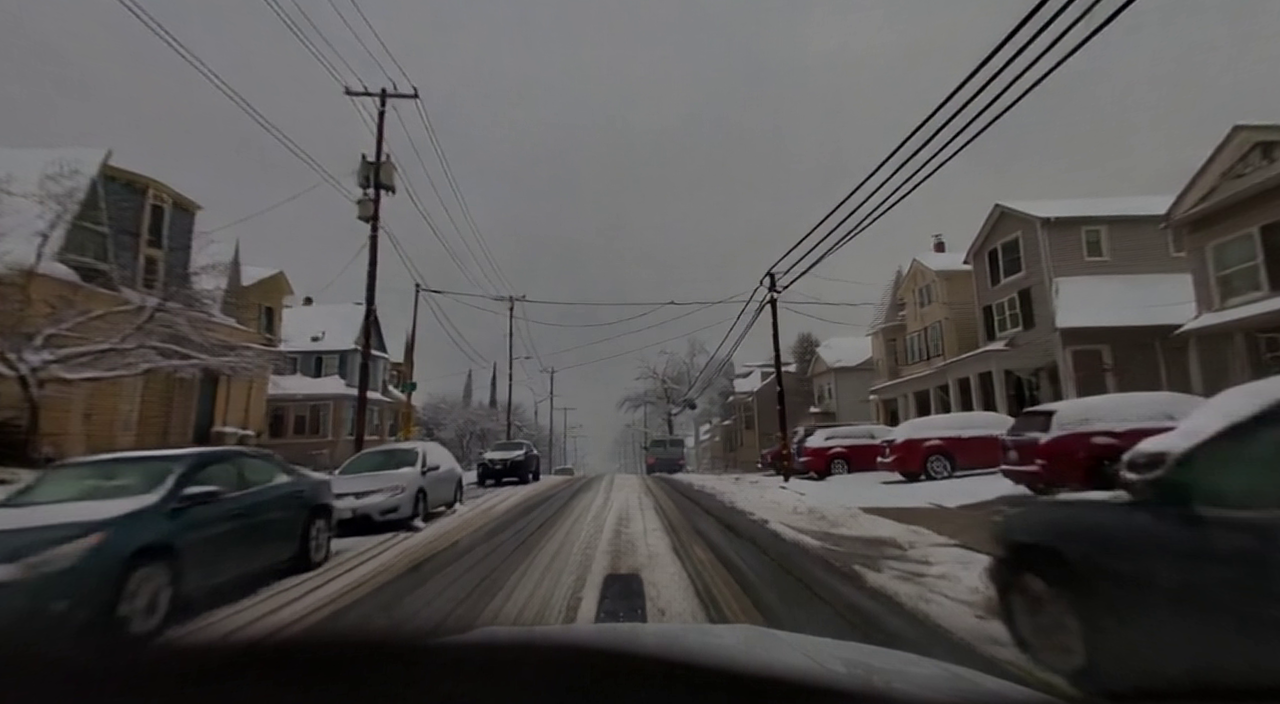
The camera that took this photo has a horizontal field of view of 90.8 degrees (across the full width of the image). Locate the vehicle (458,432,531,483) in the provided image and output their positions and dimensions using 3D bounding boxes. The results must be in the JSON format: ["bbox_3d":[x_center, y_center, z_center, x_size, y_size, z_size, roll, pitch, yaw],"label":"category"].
[{"bbox_3d":[-5.272,3.811,23.335,1.967,1.656,3.924,1,-7,-4],"label":"vehicle"}]

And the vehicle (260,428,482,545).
[{"bbox_3d":[-4.550,2.271,11.736,2.084,1.522,4.925,3,-6,-2],"label":"vehicle"}]

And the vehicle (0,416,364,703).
[{"bbox_3d":[-4.332,1.455,5.600,1.975,1.513,4.406,-2,-8,-2],"label":"vehicle"}]

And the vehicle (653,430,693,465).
[{"bbox_3d":[2.176,6.445,42.789,2.343,2.229,4.199,0,-8,-2],"label":"vehicle"}]

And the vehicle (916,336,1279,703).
[{"bbox_3d":[3.205,0.784,2.335,1.957,1.644,4.433,1,-8,-6],"label":"vehicle"}]
